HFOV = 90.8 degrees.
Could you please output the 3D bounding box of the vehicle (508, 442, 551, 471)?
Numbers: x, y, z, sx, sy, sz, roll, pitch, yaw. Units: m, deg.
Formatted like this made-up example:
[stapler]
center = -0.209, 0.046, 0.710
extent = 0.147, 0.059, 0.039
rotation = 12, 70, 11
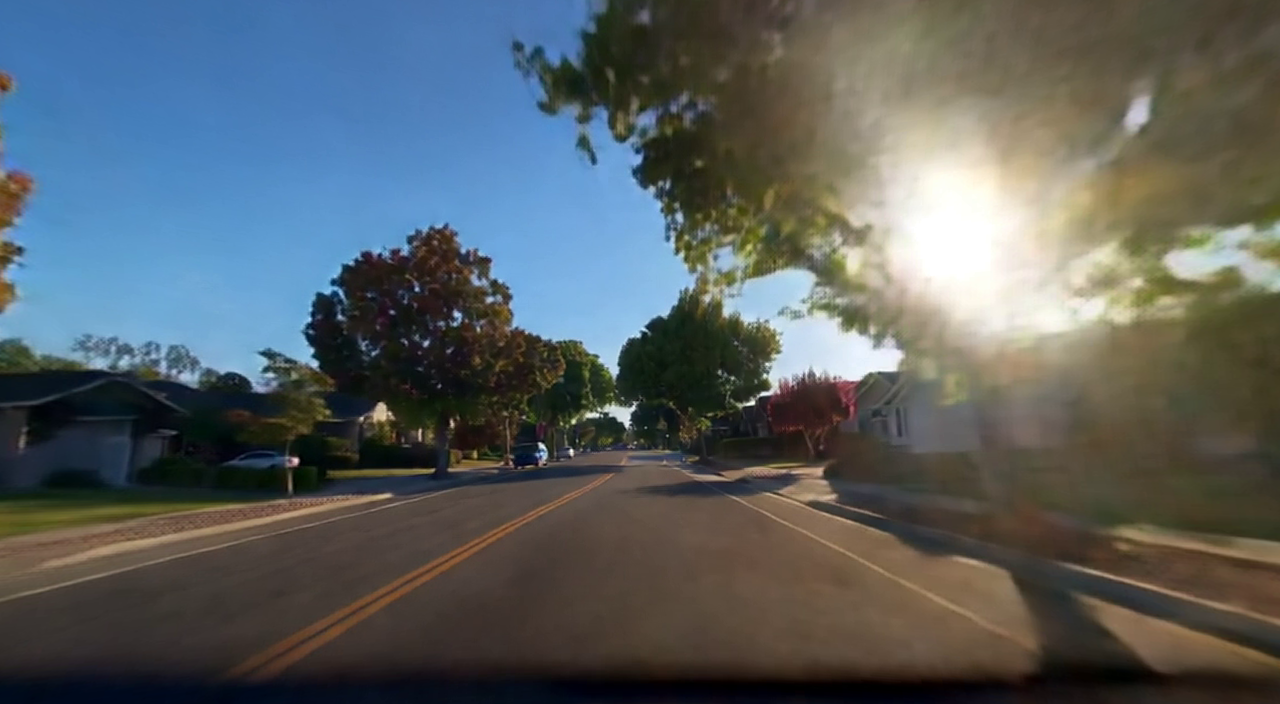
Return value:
[vehicle]
center = -7.391, 7.046, 42.783
extent = 2.209, 1.807, 4.432
rotation = -2, -8, -1
